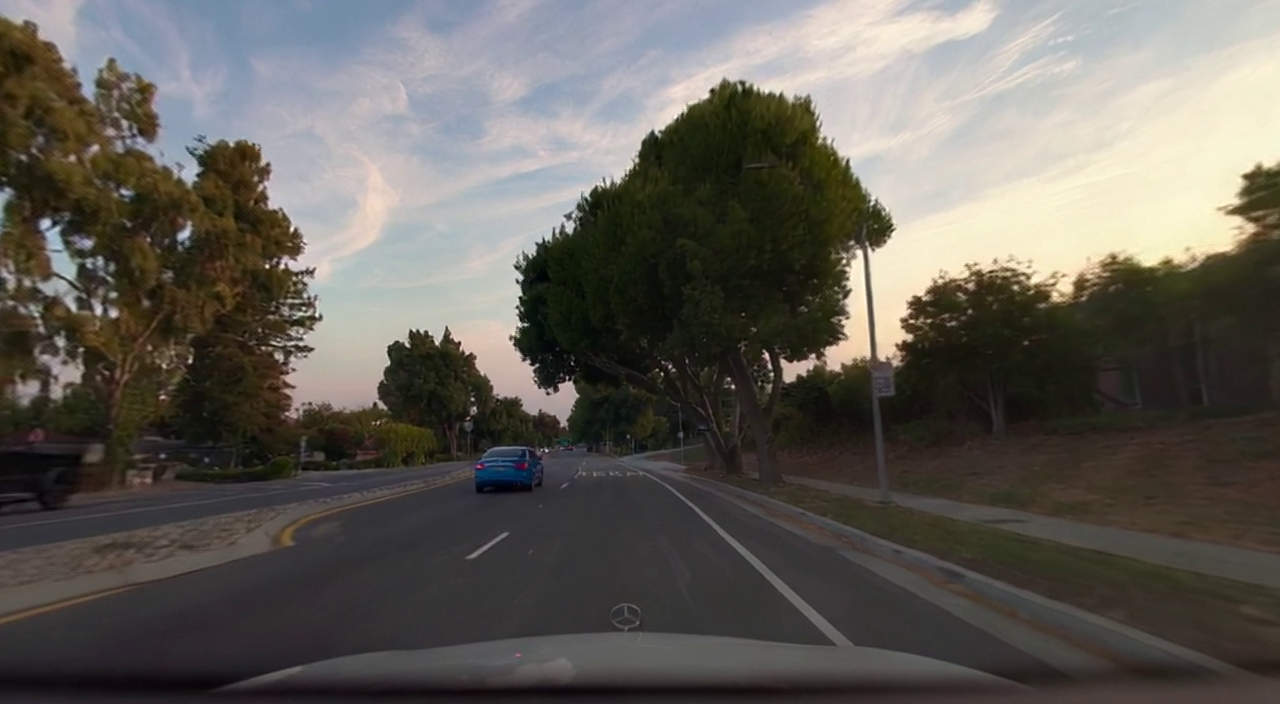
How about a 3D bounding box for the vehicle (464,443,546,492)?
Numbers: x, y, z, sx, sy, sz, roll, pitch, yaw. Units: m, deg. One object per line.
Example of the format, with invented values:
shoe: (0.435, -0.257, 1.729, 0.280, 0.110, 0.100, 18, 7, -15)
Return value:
vehicle: (-4.563, 3.954, 22.116, 1.980, 1.508, 4.502, 0, -8, -2)
